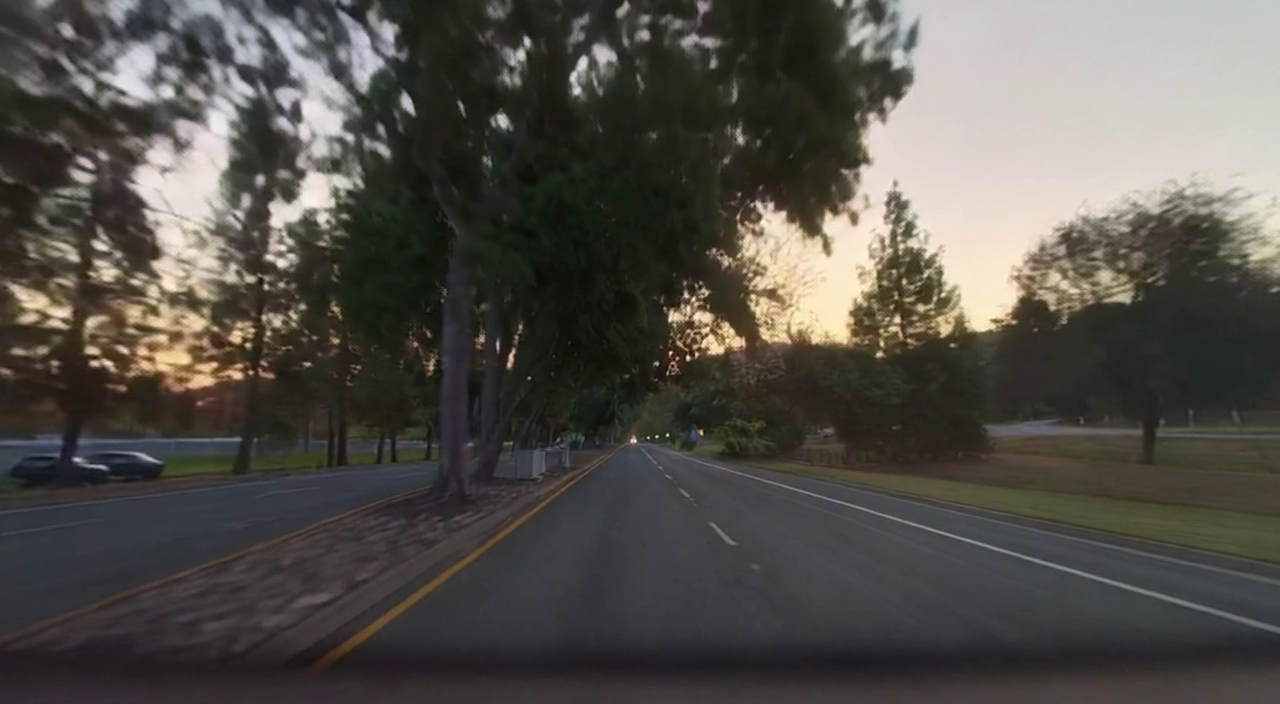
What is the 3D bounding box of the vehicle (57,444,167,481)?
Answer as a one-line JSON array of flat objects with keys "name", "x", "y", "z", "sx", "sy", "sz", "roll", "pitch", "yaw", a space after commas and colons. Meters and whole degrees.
[{"name": "vehicle", "x": -27.646, "y": 5.792, "z": 33.164, "sx": 4.168, "sy": 1.509, "sz": 2.053, "roll": -4, "pitch": -5, "yaw": 4}]
